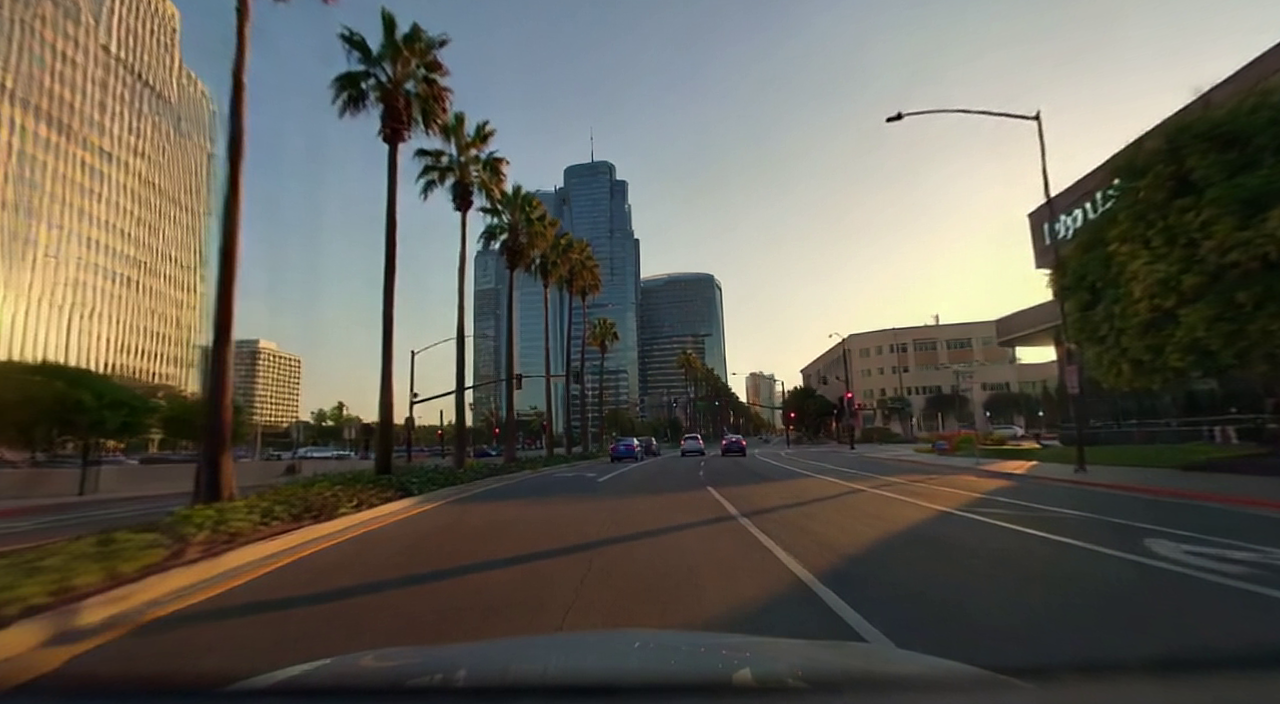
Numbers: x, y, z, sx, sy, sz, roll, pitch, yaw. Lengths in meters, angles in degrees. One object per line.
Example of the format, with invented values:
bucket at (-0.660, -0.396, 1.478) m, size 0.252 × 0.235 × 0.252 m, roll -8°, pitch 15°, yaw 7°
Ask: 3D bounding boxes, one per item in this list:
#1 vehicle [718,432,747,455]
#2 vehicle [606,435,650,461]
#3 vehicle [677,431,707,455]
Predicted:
vehicle at (6.789, 6.778, 46.707) m, size 1.936 × 1.567 × 3.896 m, roll -1°, pitch -8°, yaw 6°
vehicle at (-0.637, 5.880, 38.707) m, size 1.962 × 1.480 × 4.605 m, roll -1°, pitch -8°, yaw 8°
vehicle at (4.045, 7.053, 48.754) m, size 2.060 × 1.730 × 4.257 m, roll -1°, pitch -8°, yaw 8°
